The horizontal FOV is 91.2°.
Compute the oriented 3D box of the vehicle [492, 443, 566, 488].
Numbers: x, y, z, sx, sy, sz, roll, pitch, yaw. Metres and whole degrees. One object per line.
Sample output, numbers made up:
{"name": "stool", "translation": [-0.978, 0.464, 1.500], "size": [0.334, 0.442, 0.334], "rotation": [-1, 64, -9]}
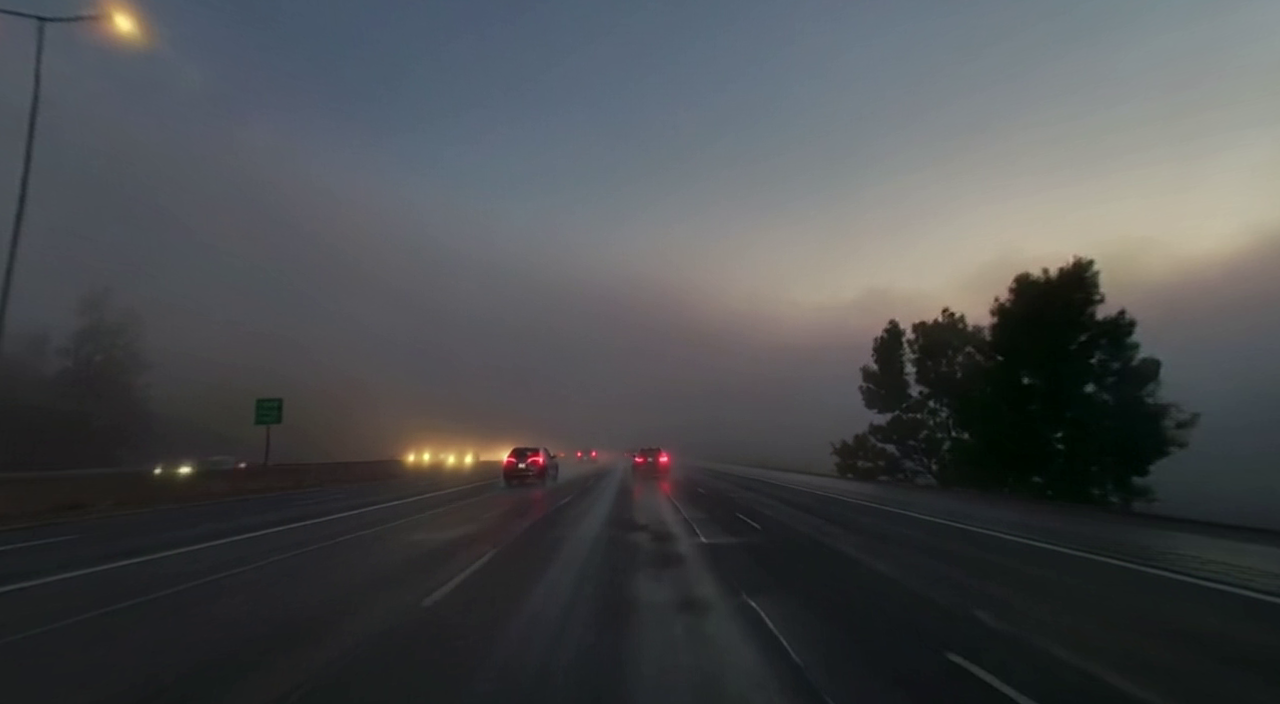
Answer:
{"name": "vehicle", "translation": [-4.068, 4.234, 23.672], "size": [1.940, 1.502, 4.463], "rotation": [0, -9, 1]}

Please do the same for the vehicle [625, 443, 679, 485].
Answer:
{"name": "vehicle", "translation": [0.415, 4.479, 25.367], "size": [2.015, 1.526, 4.286], "rotation": [0, -9, -1]}

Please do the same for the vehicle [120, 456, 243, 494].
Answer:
{"name": "vehicle", "translation": [-20.335, 5.437, 28.087], "size": [1.921, 1.485, 4.671], "rotation": [0, -9, 1]}
